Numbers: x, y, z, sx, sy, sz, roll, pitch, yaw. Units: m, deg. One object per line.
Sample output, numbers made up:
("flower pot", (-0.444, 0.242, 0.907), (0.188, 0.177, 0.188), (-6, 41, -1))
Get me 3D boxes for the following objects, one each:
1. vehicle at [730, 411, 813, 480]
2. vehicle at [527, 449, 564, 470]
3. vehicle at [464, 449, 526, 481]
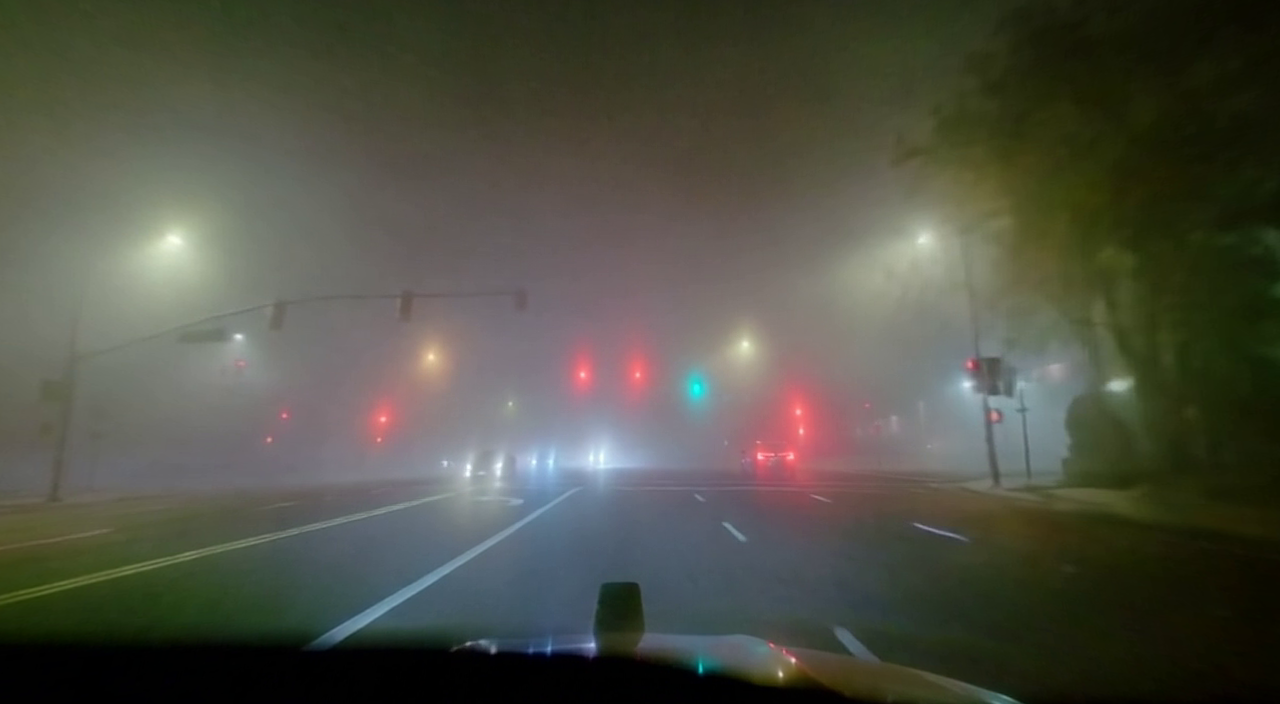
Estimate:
("vehicle", (6.777, 5.004, 33.607), (2.802, 3.208, 7.459), (0, -9, 0))
("vehicle", (-7.281, 8.331, 49.025), (1.991, 1.506, 4.659), (0, -9, 2))
("vehicle", (-7.208, 5.652, 31.793), (1.986, 1.481, 4.602), (0, -9, 1))
